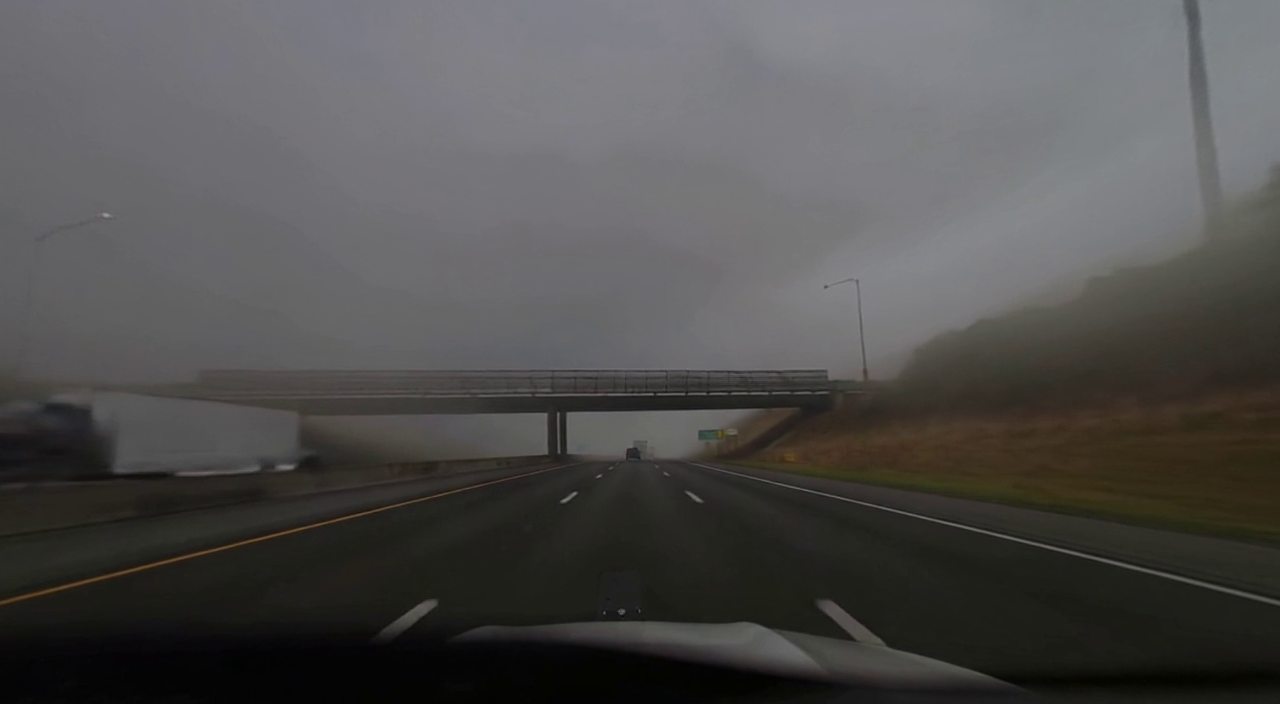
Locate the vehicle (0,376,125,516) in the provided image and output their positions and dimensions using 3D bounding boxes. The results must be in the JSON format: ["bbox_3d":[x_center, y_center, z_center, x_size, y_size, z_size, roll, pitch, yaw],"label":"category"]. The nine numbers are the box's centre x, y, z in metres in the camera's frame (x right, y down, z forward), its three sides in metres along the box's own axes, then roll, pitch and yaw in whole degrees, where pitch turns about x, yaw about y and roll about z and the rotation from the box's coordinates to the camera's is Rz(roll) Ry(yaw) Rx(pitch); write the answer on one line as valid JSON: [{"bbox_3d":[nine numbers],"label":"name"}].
[{"bbox_3d":[-19.369,2.800,18.644,2.977,3.872,6.035,0,-9,-1],"label":"vehicle"}]

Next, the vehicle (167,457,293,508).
[{"bbox_3d":[-12.375,3.924,19.305,1.561,1.329,3.391,0,-9,-1],"label":"vehicle"}]
